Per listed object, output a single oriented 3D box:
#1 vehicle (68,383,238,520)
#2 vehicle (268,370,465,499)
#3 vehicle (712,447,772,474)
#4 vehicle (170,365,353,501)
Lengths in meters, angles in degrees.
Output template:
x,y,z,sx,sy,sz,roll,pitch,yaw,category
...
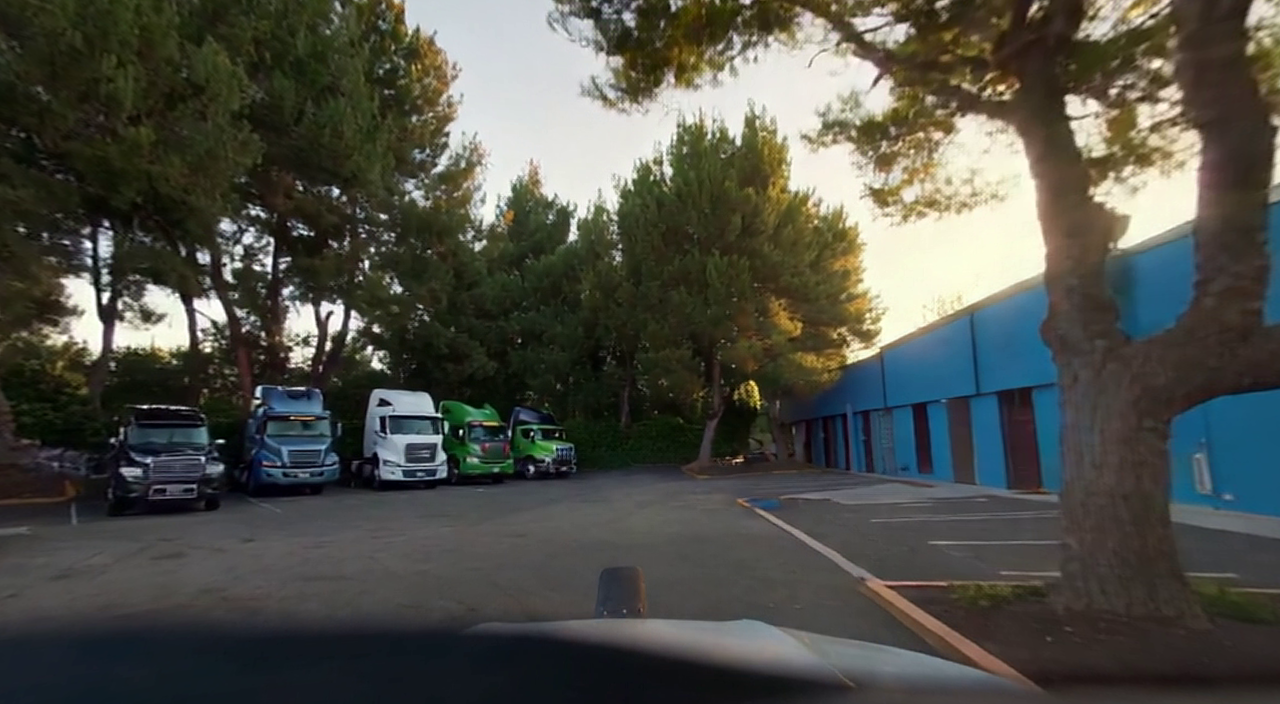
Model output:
x,y,z,sx,sy,sz,roll,pitch,yaw,category
-13.887,2.772,17.675,2.674,3.007,7.819,8,-12,-43,vehicle
-11.387,3.423,25.191,2.948,4.069,11.906,8,-12,-44,vehicle
6.003,6.309,36.904,1.809,1.506,3.473,-8,-12,42,vehicle
-14.325,3.115,23.184,3.038,3.871,11.512,8,-12,-43,vehicle
